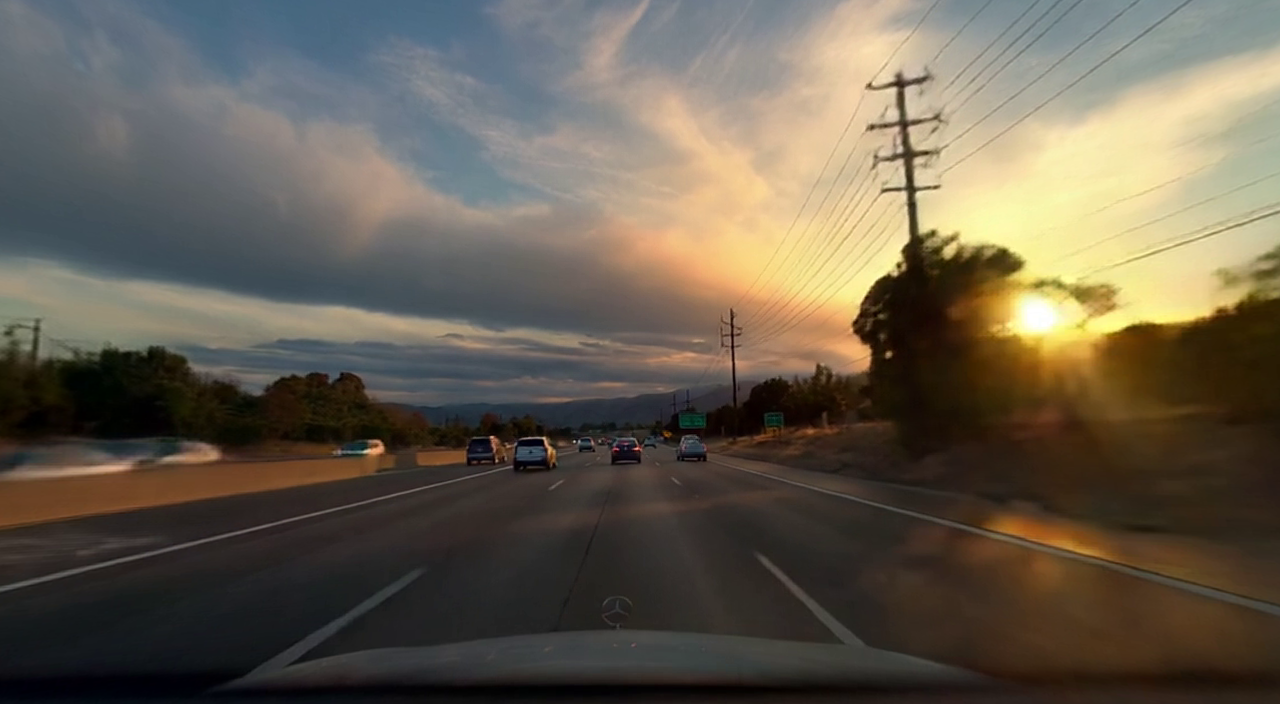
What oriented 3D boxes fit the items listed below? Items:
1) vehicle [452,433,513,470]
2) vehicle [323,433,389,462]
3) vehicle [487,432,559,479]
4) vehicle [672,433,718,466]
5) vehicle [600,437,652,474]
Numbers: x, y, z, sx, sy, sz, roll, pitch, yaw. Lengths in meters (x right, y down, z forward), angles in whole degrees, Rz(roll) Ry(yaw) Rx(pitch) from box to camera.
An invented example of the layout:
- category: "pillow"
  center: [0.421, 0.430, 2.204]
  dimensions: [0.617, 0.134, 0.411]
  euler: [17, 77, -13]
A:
- category: "vehicle"
  center: [-7.613, 4.822, 30.912]
  dimensions: [1.980, 1.678, 4.255]
  euler: [0, -8, -1]
- category: "vehicle"
  center: [-20.214, 6.788, 45.163]
  dimensions: [2.279, 1.940, 5.463]
  euler: [0, -8, -1]
- category: "vehicle"
  center: [-4.356, 3.910, 24.171]
  dimensions: [1.901, 1.601, 4.610]
  euler: [0, -8, 0]
- category: "vehicle"
  center: [2.971, 5.376, 35.040]
  dimensions: [1.950, 1.695, 4.446]
  euler: [0, -8, -2]
- category: "vehicle"
  center: [-0.590, 4.382, 27.045]
  dimensions: [2.086, 1.488, 3.440]
  euler: [0, -8, -1]
